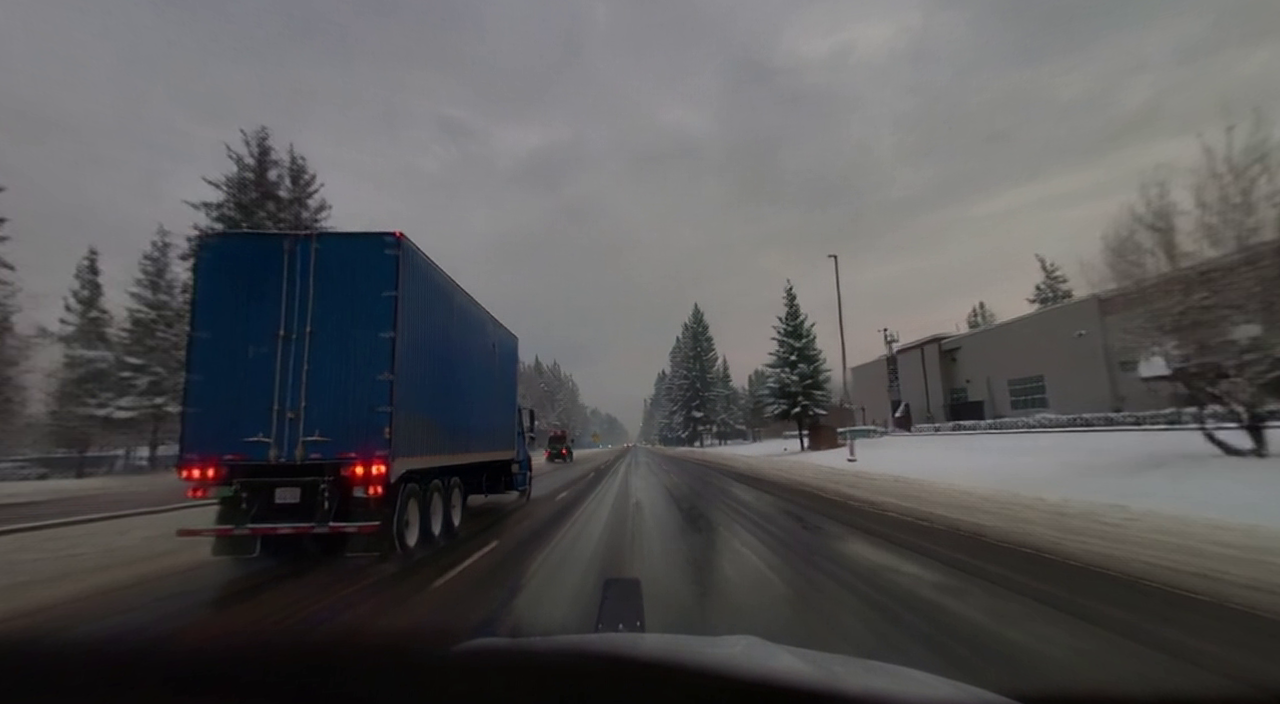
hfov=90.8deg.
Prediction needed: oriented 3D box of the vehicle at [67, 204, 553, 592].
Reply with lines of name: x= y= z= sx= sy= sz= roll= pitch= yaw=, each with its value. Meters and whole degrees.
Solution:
vehicle: x=-3.397 y=0.935 z=9.736 sx=2.910 sy=3.419 sz=8.376 roll=0 pitch=-8 yaw=0
